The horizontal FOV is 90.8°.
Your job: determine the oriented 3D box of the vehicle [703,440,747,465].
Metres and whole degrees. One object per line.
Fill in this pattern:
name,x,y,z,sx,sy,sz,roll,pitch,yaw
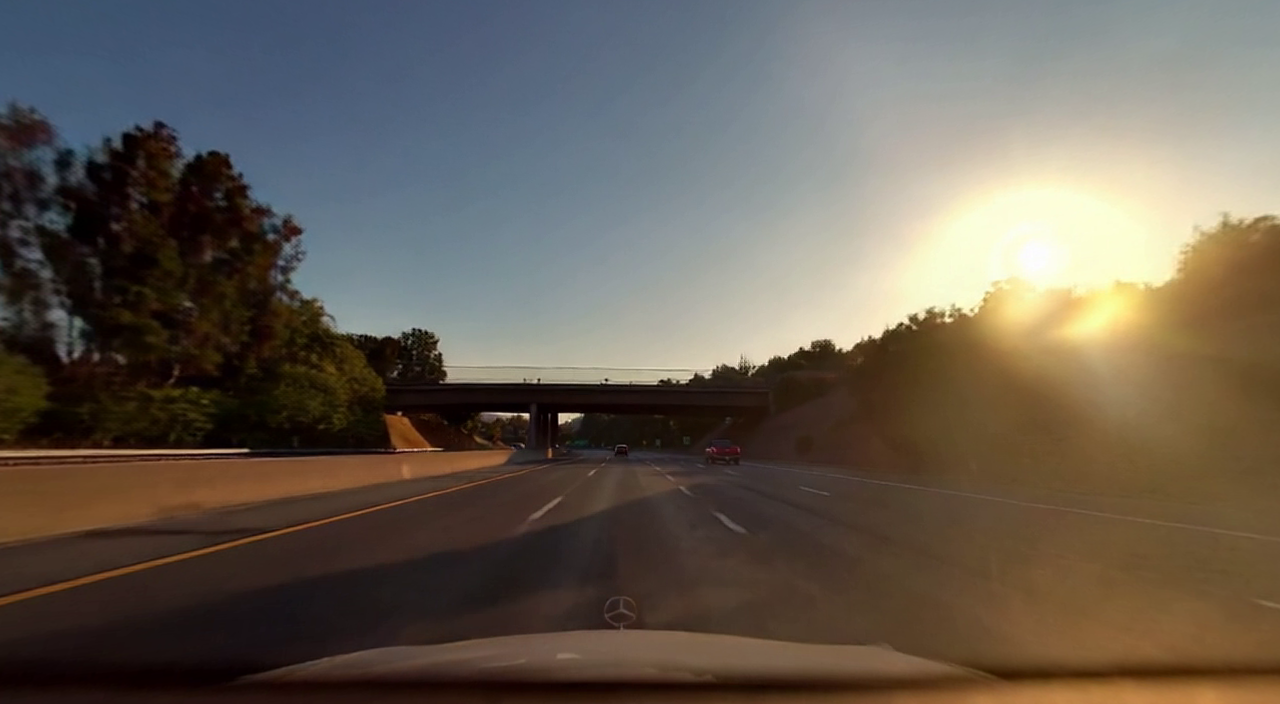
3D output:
vehicle,6.563,7.830,49.525,2.395,1.819,6.086,0,-9,-2
